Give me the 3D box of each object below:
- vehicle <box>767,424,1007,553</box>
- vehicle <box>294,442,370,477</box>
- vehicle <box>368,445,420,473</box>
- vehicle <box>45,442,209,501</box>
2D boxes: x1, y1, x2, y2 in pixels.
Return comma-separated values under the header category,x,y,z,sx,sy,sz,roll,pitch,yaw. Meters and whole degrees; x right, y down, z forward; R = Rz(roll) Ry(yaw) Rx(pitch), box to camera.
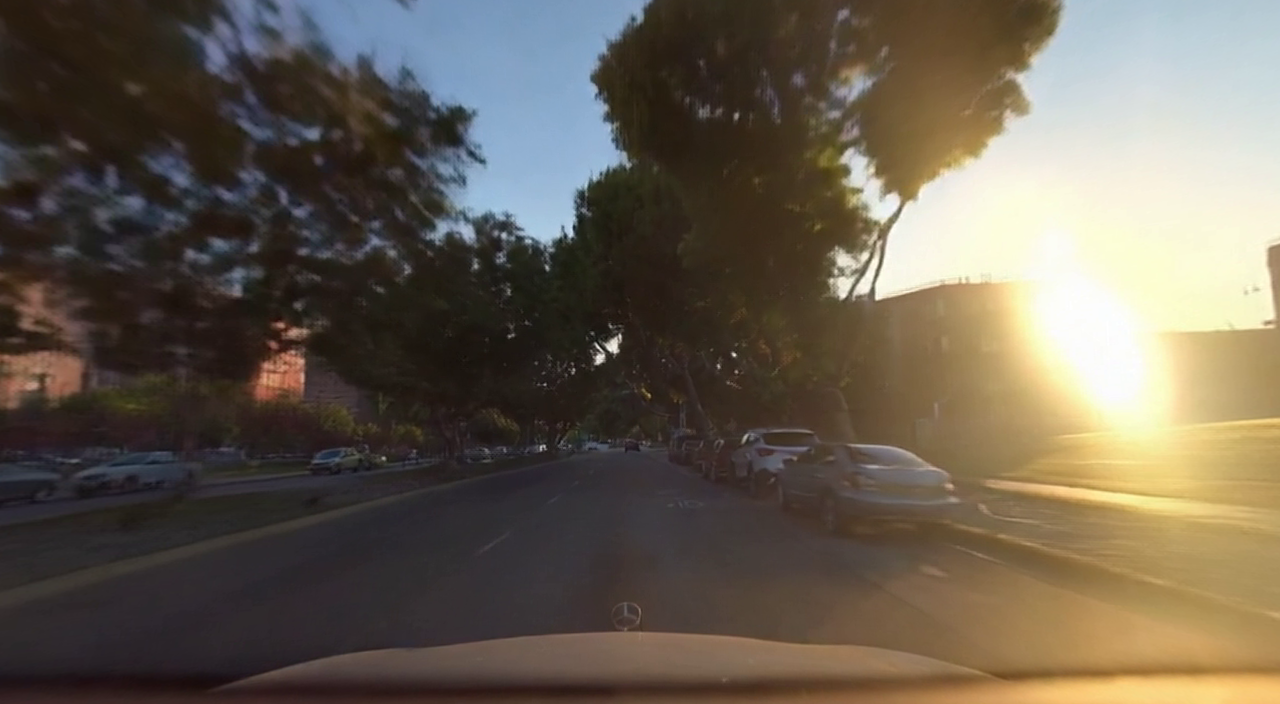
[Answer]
category,x,y,z,sx,sy,sz,roll,pitch,yaw
vehicle,3.361,1.911,9.755,1.924,1.492,4.587,-1,-8,1
vehicle,-18.319,6.371,37.922,2.151,1.885,4.979,0,-8,-2
vehicle,-14.605,6.349,37.698,1.656,1.488,3.677,0,-8,-1
vehicle,-18.047,4.182,22.622,2.007,1.806,4.707,0,-8,-2
